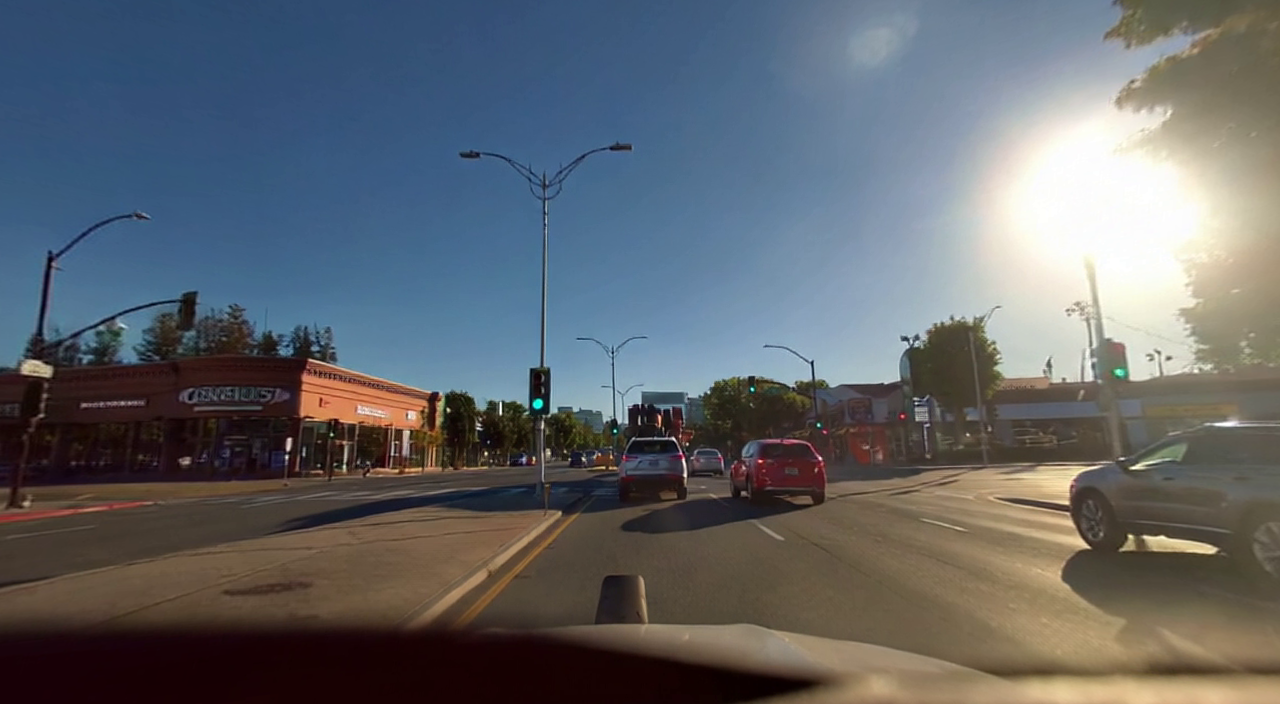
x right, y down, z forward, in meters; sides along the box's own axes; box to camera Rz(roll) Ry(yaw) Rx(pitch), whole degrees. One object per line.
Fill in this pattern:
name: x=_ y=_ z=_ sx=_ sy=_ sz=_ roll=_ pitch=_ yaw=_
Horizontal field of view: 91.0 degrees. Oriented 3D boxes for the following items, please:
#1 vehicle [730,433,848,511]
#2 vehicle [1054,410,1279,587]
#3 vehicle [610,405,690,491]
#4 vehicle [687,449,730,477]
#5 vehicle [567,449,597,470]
vehicle: x=3.691 y=3.053 z=16.502 sx=2.025 sy=1.754 sz=4.311 roll=0 pitch=-8 yaw=0
vehicle: x=7.171 y=1.564 z=7.079 sx=1.982 sy=1.698 sz=4.408 roll=0 pitch=-8 yaw=0
vehicle: x=0.332 y=3.209 z=21.306 sx=2.370 sy=2.518 sz=3.858 roll=-2 pitch=-8 yaw=1
vehicle: x=3.988 y=6.536 z=37.379 sx=1.967 sy=1.515 sz=4.378 roll=0 pitch=-8 yaw=-1
vehicle: x=-4.381 y=8.157 z=48.030 sx=2.001 sy=1.518 sz=4.316 roll=0 pitch=-8 yaw=-1
